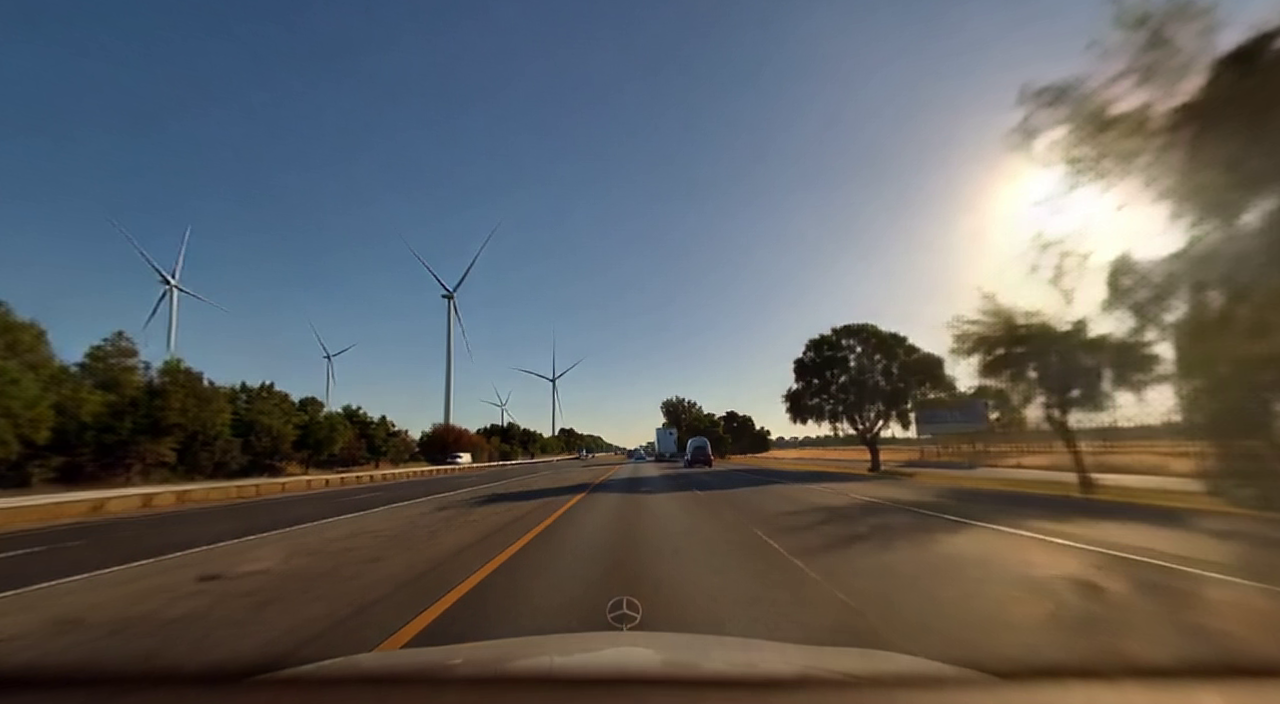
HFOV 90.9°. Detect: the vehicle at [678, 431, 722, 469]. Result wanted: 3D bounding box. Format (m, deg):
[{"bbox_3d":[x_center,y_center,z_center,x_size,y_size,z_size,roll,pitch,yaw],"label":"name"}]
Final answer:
[{"bbox_3d":[4.384,7.338,47.203,2.609,2.648,5.397,0,-9,-2],"label":"vehicle"}]
